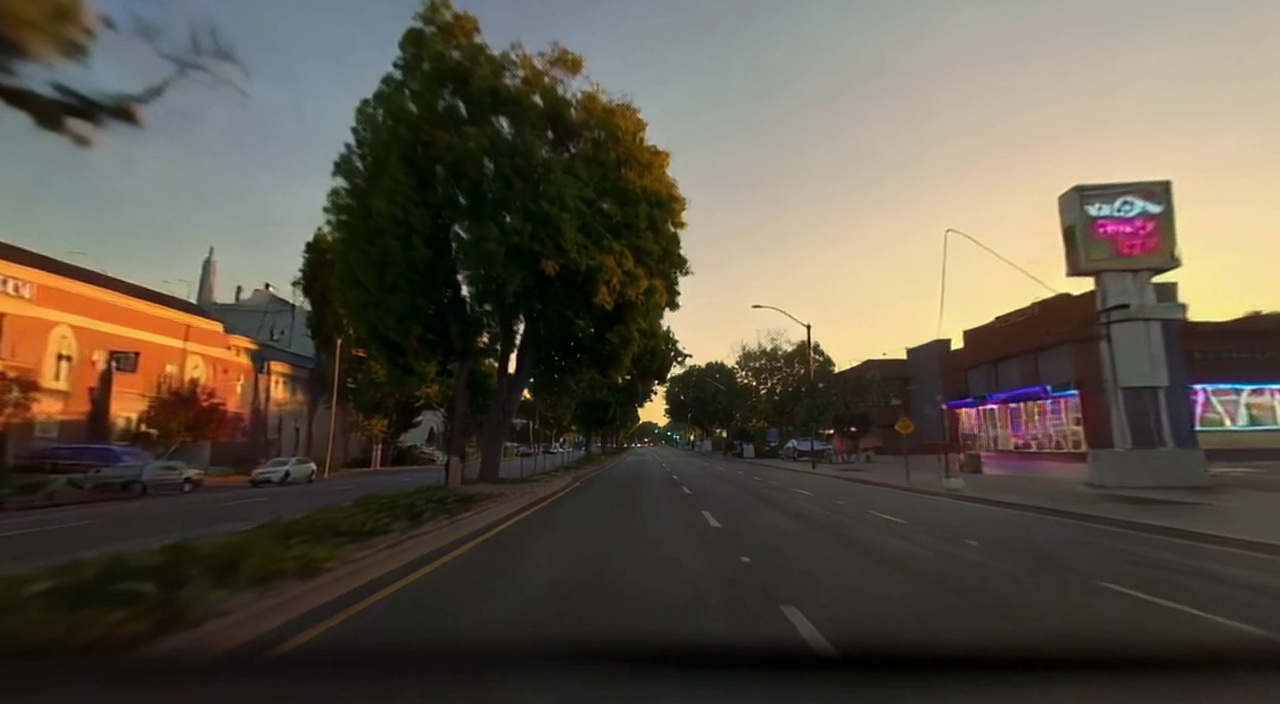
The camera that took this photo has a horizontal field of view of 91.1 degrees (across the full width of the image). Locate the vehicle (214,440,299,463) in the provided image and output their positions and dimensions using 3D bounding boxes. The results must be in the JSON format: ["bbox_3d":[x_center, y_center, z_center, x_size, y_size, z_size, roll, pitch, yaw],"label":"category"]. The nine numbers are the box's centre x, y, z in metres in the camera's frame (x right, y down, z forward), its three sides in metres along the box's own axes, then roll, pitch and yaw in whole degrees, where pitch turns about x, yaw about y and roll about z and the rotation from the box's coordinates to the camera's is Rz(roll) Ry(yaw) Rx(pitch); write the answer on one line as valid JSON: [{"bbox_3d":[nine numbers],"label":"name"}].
[{"bbox_3d":[-27.655,7.190,45.383,4.643,1.614,2.169,0,-9,1],"label":"vehicle"}]

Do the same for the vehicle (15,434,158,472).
[{"bbox_3d":[-26.661,4.866,30.402,4.667,1.728,2.276,0,-8,-3],"label":"vehicle"}]

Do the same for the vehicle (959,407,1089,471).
[{"bbox_3d":[21.836,5.065,36.291,2.977,3.311,6.892,0,-9,-1],"label":"vehicle"}]

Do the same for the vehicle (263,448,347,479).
[{"bbox_3d":[-19.013,6.301,35.897,2.071,1.595,4.822,0,-9,1],"label":"vehicle"}]

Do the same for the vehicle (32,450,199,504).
[{"bbox_3d":[-18.927,4.486,23.043,2.012,1.560,4.782,-1,-7,0],"label":"vehicle"}]
